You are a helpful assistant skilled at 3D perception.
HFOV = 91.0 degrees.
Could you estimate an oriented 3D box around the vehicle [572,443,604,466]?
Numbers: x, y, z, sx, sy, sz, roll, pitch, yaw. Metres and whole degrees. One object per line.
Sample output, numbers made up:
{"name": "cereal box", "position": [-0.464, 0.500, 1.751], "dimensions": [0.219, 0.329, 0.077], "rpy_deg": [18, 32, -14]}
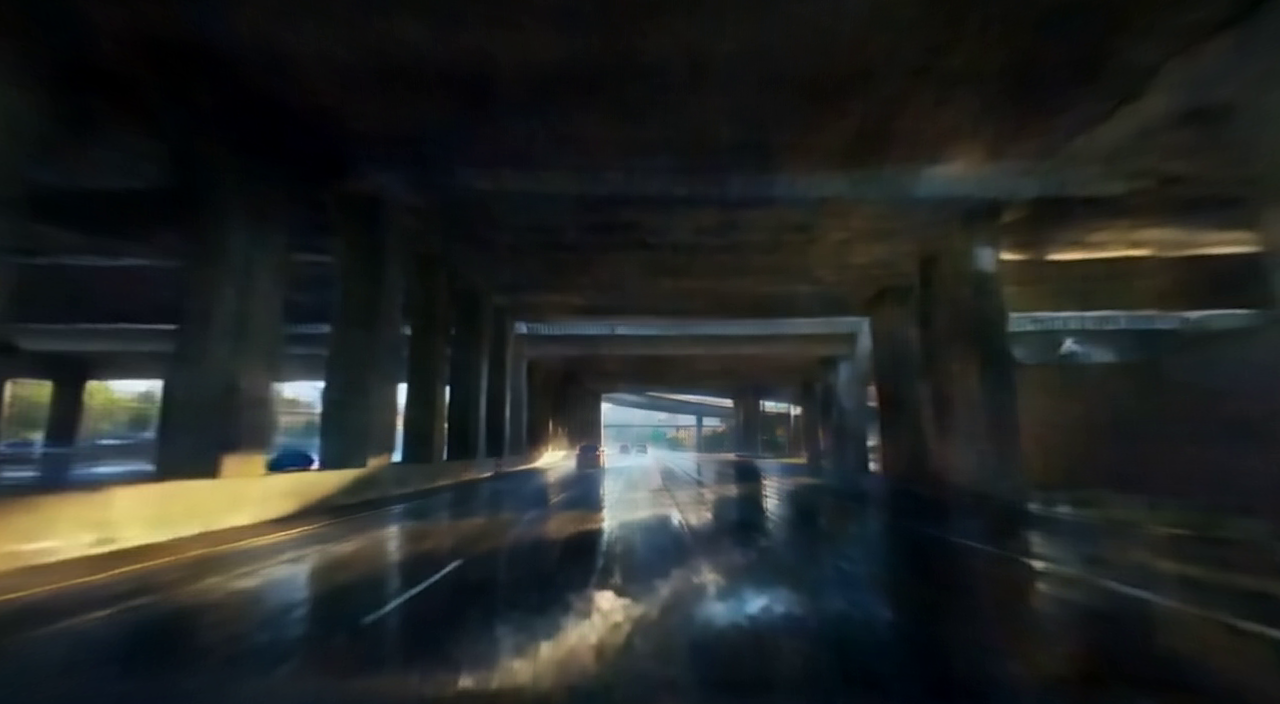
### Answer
{"name": "vehicle", "position": [-3.731, 7.407, 45.672], "dimensions": [1.954, 1.528, 4.010], "rpy_deg": [0, -9, 1]}
